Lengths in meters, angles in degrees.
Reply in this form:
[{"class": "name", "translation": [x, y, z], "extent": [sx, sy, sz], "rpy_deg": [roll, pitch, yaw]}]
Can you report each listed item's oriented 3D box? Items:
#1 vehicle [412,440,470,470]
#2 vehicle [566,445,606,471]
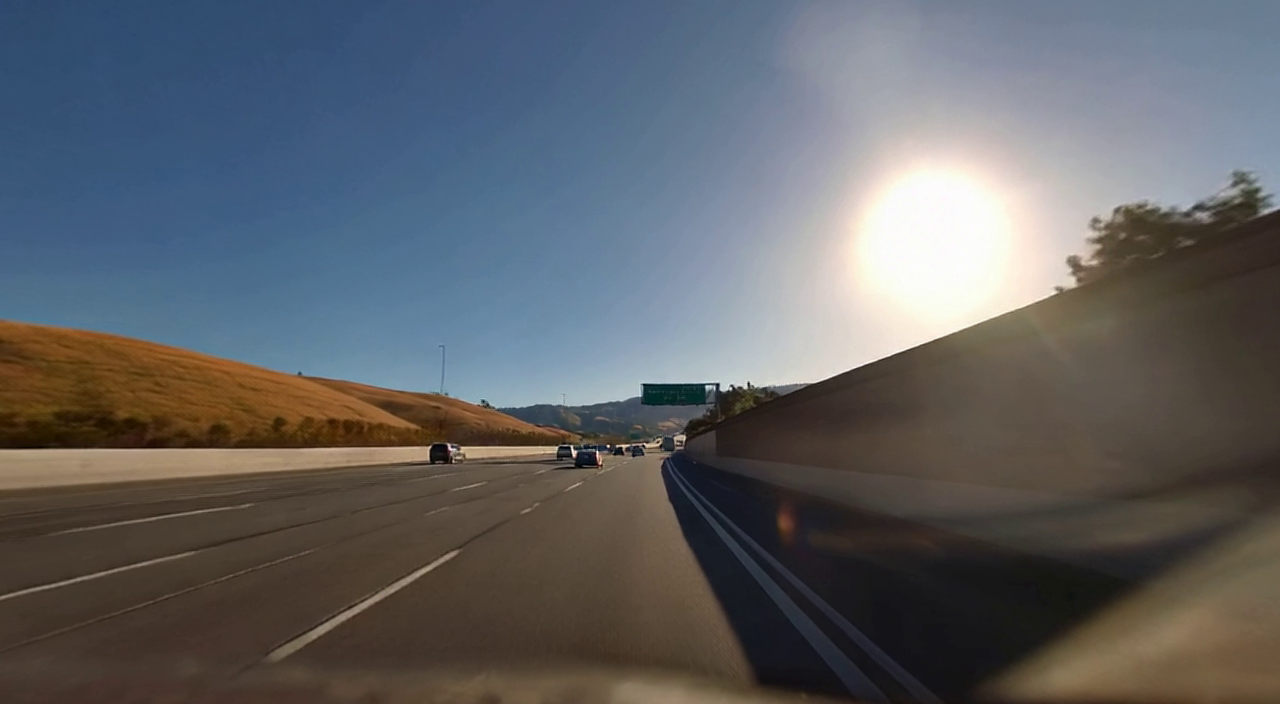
[{"class": "vehicle", "translation": [-12.780, 6.637, 40.859], "extent": [2.076, 1.766, 4.831], "rpy_deg": [0, -8, 2]}, {"class": "vehicle", "translation": [-3.270, 6.525, 38.955], "extent": [1.931, 1.492, 4.076], "rpy_deg": [-1, -8, 2]}]
